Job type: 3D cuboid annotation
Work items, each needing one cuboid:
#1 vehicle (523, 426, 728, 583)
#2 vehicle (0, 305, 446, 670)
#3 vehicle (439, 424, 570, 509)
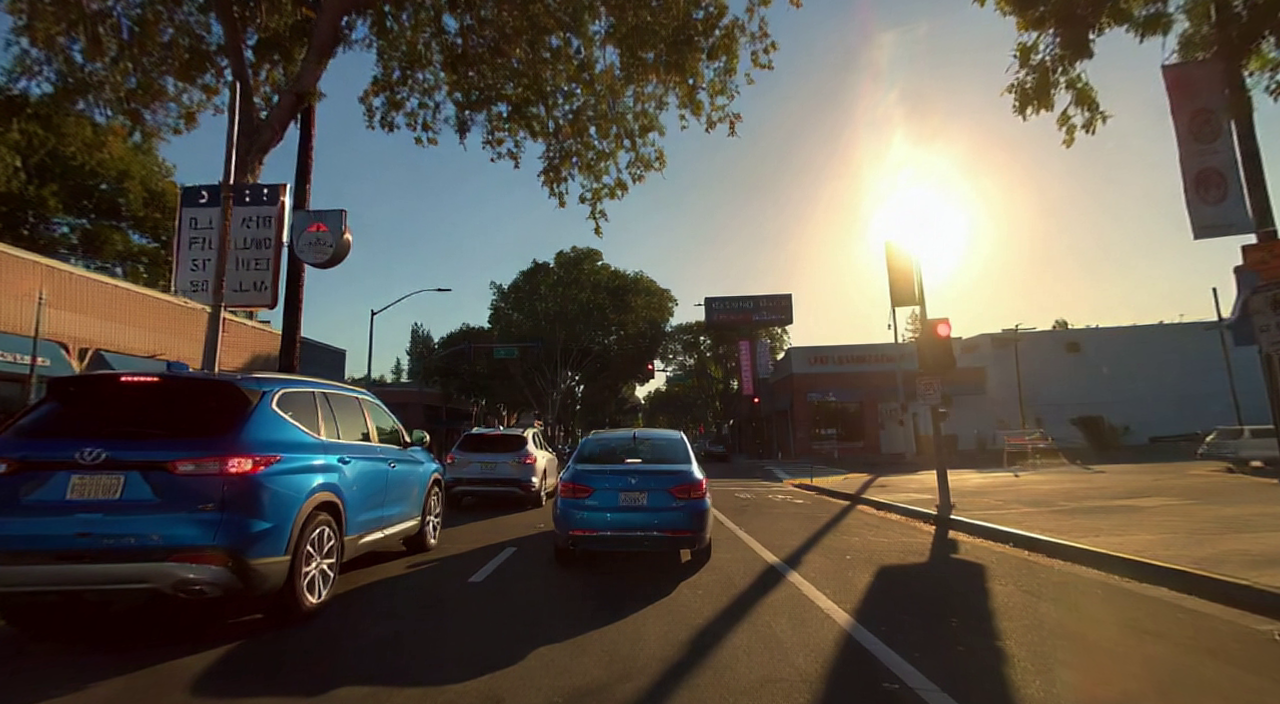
[{"bbox_3d":[-0.169,1.781,8.184,1.966,1.481,4.146,0,-8,-1],"label":"vehicle"},{"bbox_3d":[-3.819,1.135,6.227,2.152,2.118,5.066,0,-8,0],"label":"vehicle"},{"bbox_3d":[-2.928,2.593,14.605,2.047,1.664,4.148,0,-8,1],"label":"vehicle"}]
